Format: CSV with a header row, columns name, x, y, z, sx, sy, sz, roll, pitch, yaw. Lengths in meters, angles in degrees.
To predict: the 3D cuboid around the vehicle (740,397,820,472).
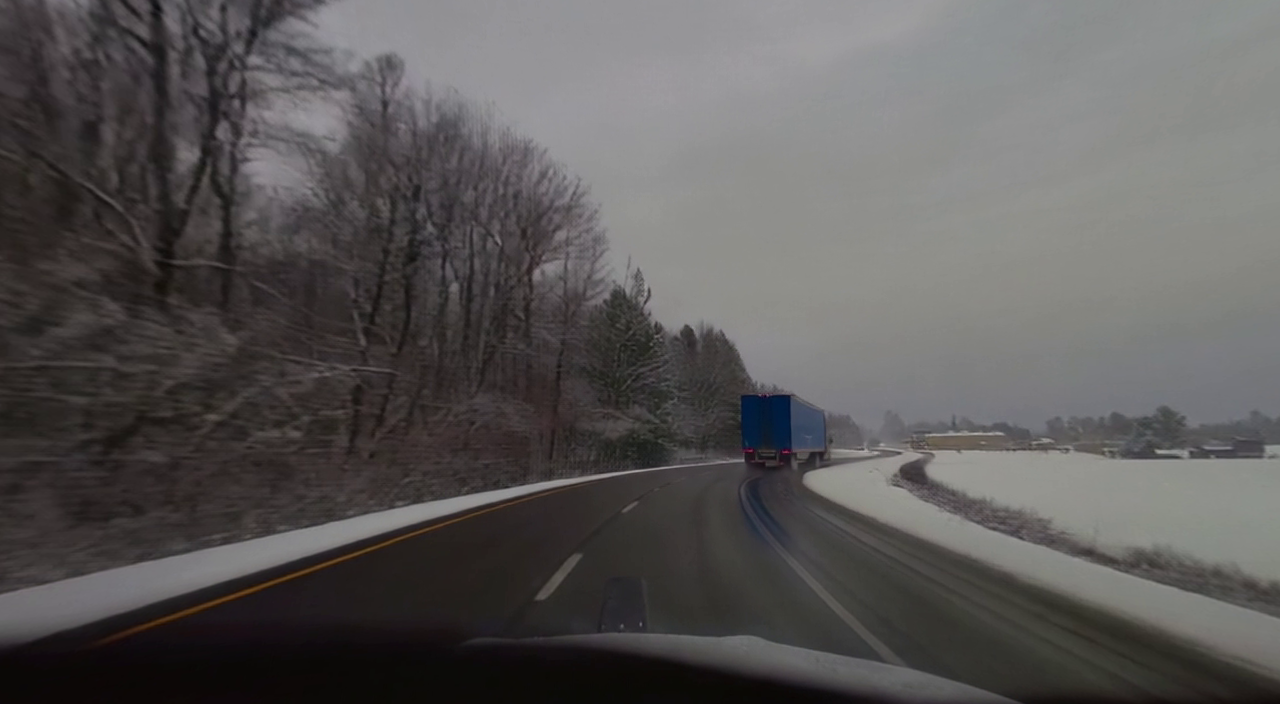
name,x,y,z,sx,sy,sz,roll,pitch,yaw
vehicle,9.706,5.683,42.048,3.087,4.178,13.682,-3,-10,21
